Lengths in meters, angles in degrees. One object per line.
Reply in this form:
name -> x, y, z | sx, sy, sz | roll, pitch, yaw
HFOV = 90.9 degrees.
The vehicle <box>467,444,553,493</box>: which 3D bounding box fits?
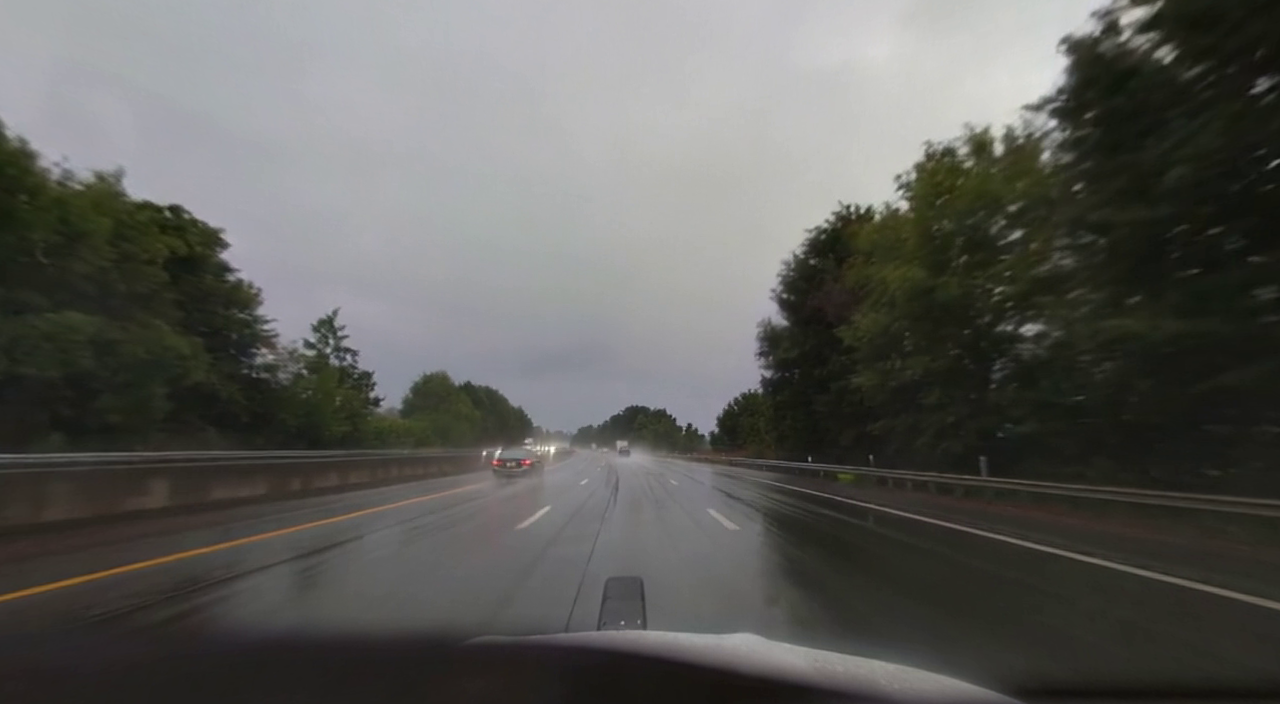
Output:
vehicle -> -4.340, 3.964, 21.814 | 2.022, 1.513, 4.613 | 0, -9, 0
